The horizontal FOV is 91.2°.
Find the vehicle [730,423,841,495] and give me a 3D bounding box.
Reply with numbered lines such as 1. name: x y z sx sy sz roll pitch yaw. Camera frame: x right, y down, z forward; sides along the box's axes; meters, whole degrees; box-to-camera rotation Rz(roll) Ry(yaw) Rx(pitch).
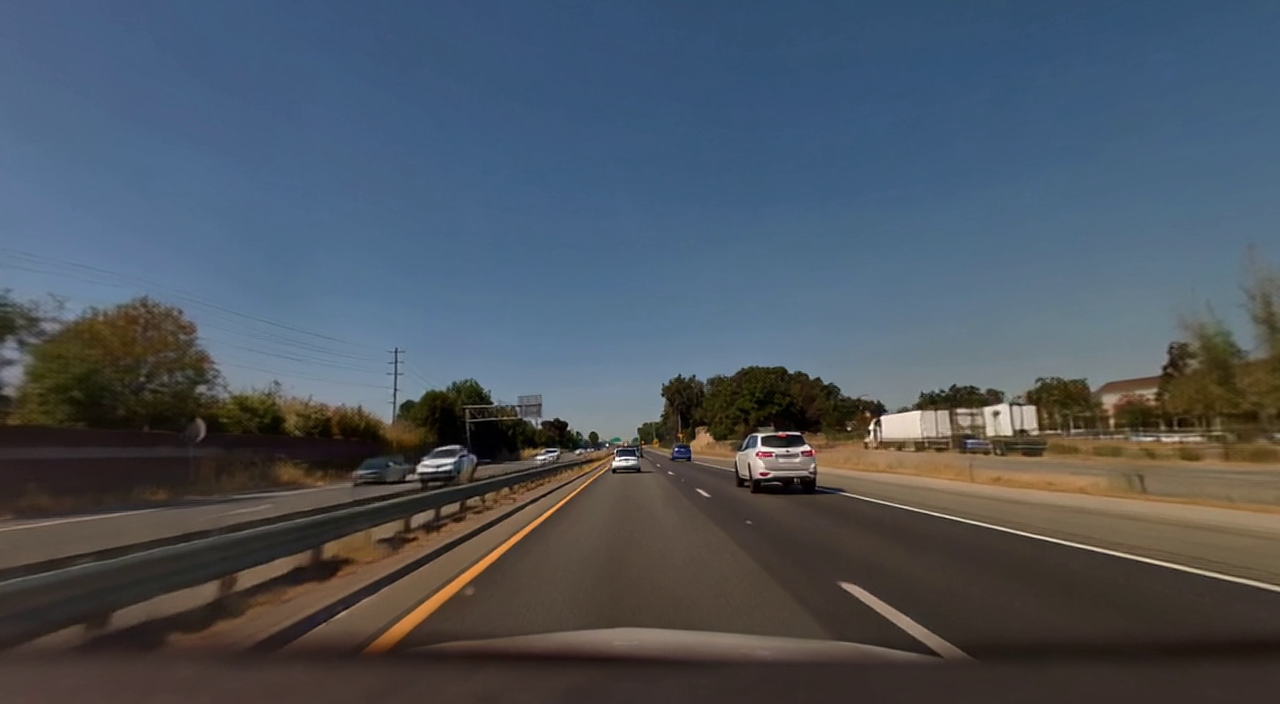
1. vehicle: 4.322 3.293 19.561 2.261 1.952 4.784 0 -9 -1

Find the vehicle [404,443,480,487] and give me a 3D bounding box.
1. vehicle: -9.150 5.238 29.367 2.126 1.851 4.357 0 -9 0

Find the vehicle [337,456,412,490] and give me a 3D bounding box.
1. vehicle: -13.265 6.068 31.643 1.955 1.511 4.111 0 -9 0

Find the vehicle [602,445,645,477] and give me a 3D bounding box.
1. vehicle: -0.806 5.498 31.818 2.029 1.483 3.769 0 -9 -1

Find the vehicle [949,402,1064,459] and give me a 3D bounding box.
1. vehicle: 27.014 6.035 47.004 2.971 3.746 10.126 -1 -9 3
